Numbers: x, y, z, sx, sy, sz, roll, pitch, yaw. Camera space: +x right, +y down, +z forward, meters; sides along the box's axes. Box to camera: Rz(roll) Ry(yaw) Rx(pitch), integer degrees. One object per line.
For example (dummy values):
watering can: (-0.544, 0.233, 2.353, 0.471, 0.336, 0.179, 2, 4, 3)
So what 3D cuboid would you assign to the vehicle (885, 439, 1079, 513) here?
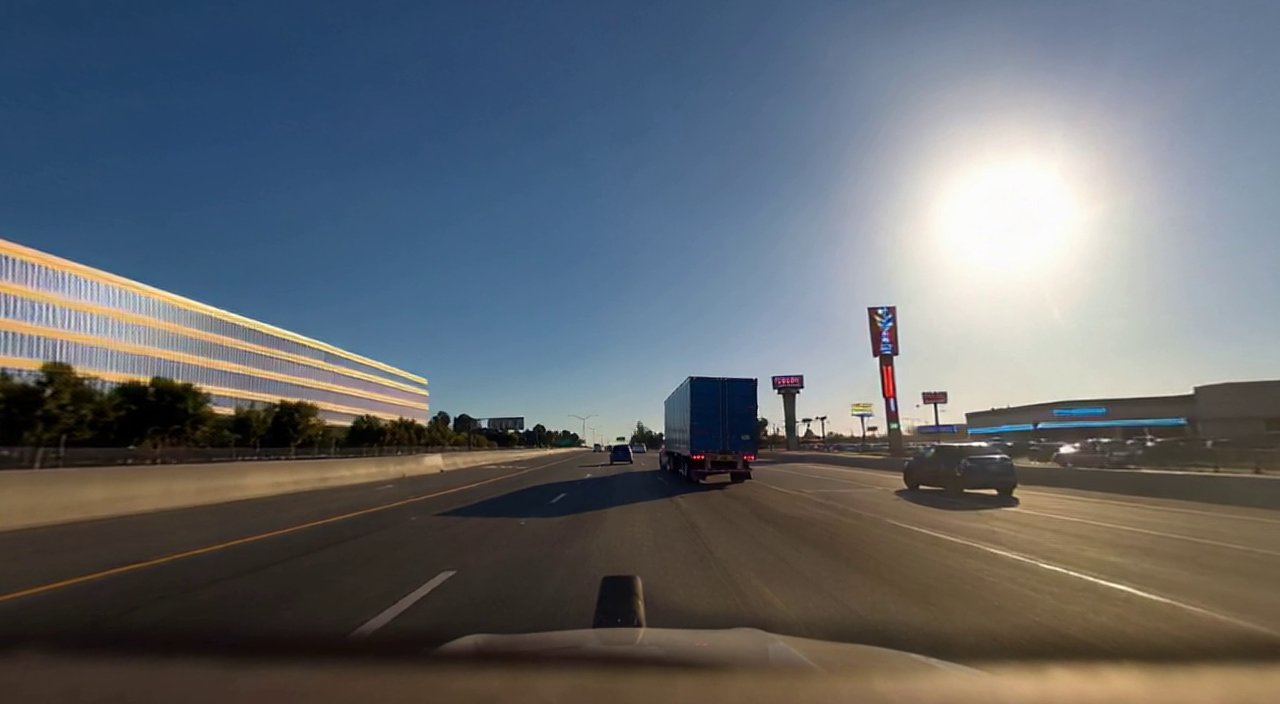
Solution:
vehicle: (7.883, 2.885, 15.231, 2.105, 1.494, 4.537, 0, -9, -1)

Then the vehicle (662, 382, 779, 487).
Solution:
vehicle: (2.737, 3.445, 25.604, 2.934, 3.325, 10.986, 0, -9, -2)

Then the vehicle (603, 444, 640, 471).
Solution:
vehicle: (-1.018, 5.838, 35.115, 1.929, 1.395, 3.999, 0, -9, -1)
